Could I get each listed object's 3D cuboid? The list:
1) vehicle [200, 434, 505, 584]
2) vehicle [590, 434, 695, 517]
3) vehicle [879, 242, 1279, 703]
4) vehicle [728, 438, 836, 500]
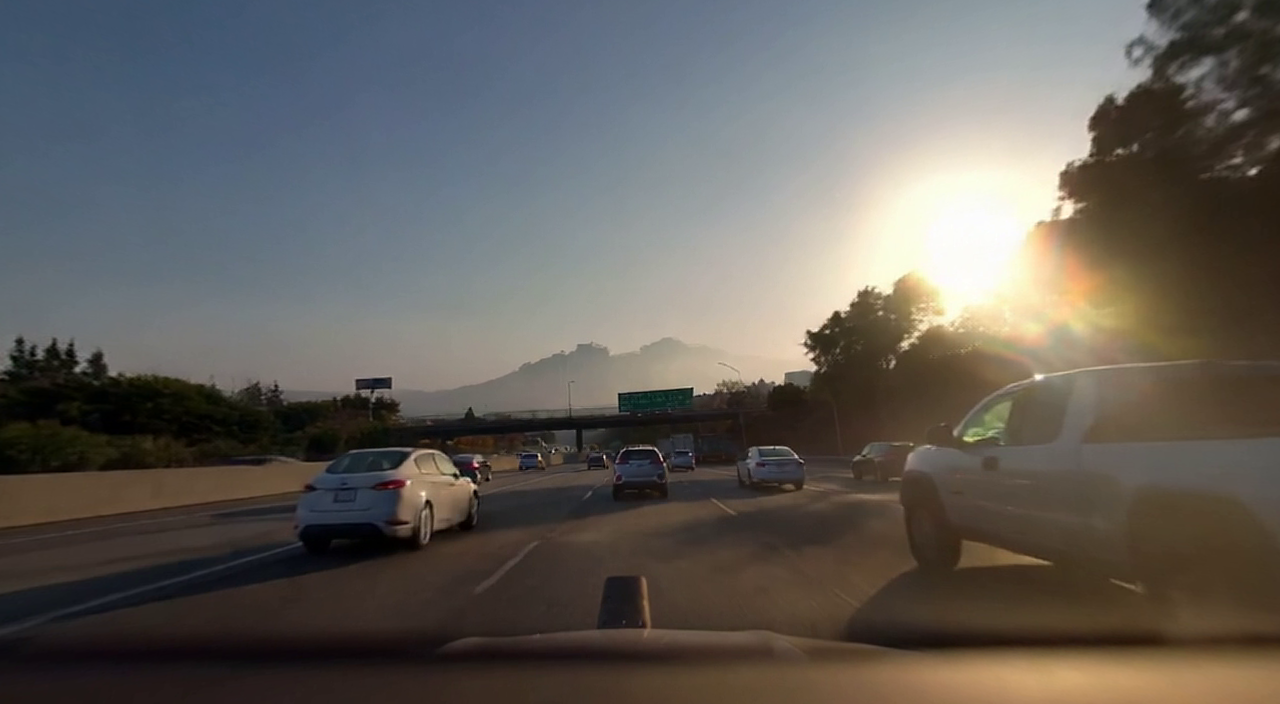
[{"bbox_3d":[-3.471,1.984,8.855,2.011,1.510,4.698,-1,-9,1],"label":"vehicle"},{"bbox_3d":[0.050,2.796,14.670,2.099,1.640,4.134,0,-9,0],"label":"vehicle"},{"bbox_3d":[3.882,0.771,3.539,2.732,2.065,5.826,0,-9,0],"label":"vehicle"},{"bbox_3d":[4.136,3.483,19.078,2.210,1.625,4.249,0,-9,-1],"label":"vehicle"}]
